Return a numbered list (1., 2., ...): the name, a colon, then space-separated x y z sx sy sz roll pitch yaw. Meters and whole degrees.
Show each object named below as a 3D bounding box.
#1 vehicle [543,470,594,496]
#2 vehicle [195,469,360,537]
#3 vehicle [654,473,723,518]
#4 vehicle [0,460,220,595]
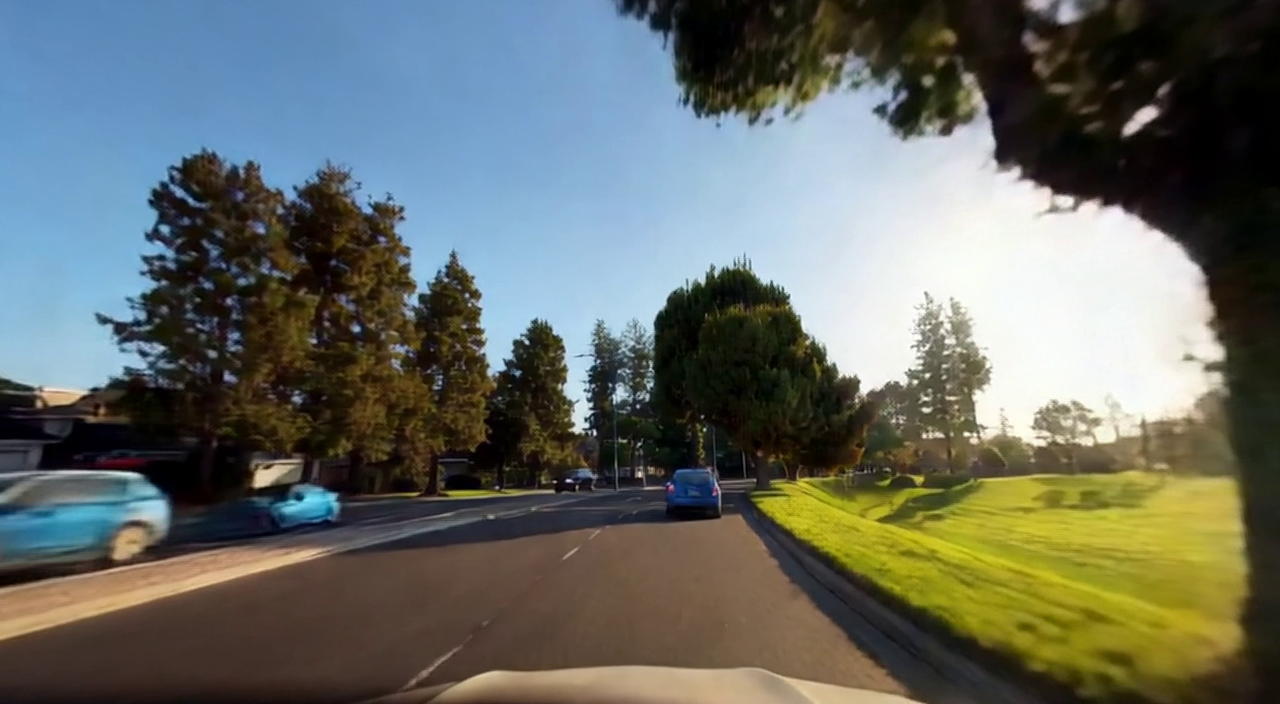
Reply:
1. vehicle: -5.184 9.576 46.336 2.066 1.744 4.771 -4 -11 14
2. vehicle: -10.297 4.295 18.402 1.856 1.569 4.572 -5 -11 5
3. vehicle: 1.752 4.723 21.129 1.972 1.250 5.282 -1 -11 8
4. vehicle: -8.196 2.277 8.447 1.870 1.518 4.390 -3 -11 4
